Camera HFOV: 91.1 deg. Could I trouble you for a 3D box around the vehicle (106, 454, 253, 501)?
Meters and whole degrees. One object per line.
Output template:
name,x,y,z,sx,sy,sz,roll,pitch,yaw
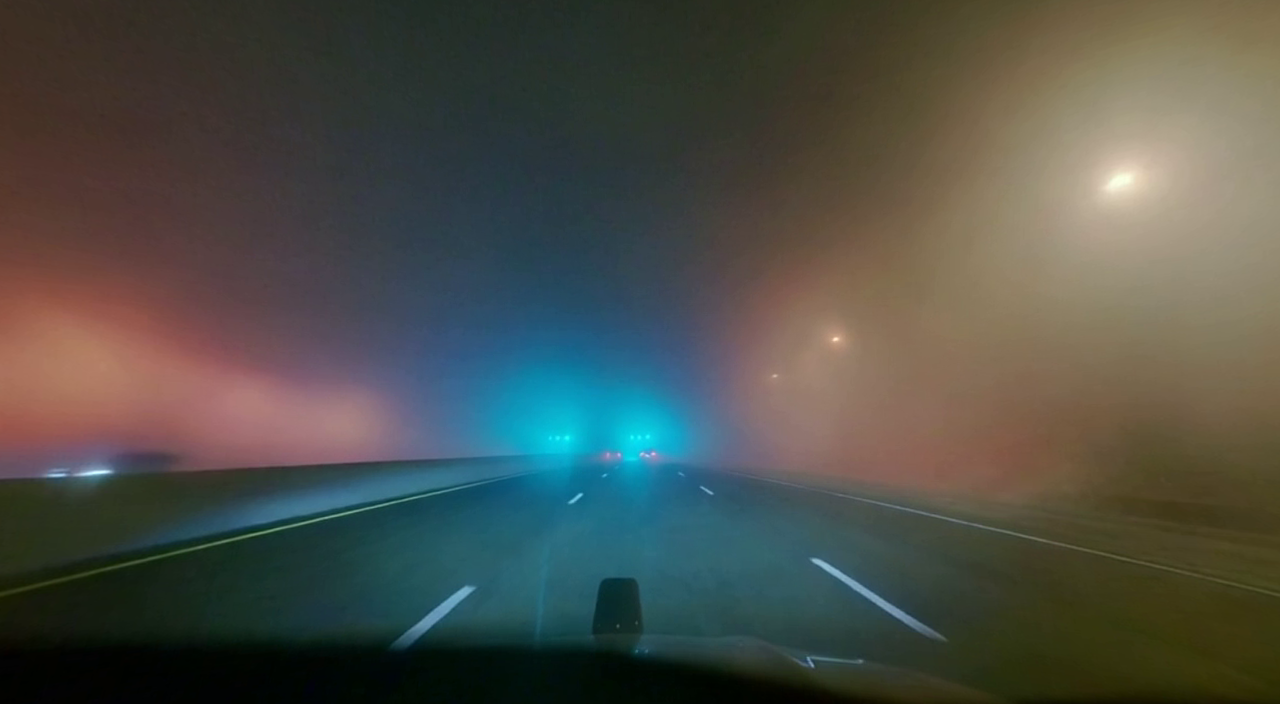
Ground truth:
vehicle,-16.838,4.577,23.349,1.924,1.472,4.644,0,-9,0

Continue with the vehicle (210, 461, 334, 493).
vehicle,-16.859,5.735,29.232,2.552,1.229,5.270,0,-9,1
